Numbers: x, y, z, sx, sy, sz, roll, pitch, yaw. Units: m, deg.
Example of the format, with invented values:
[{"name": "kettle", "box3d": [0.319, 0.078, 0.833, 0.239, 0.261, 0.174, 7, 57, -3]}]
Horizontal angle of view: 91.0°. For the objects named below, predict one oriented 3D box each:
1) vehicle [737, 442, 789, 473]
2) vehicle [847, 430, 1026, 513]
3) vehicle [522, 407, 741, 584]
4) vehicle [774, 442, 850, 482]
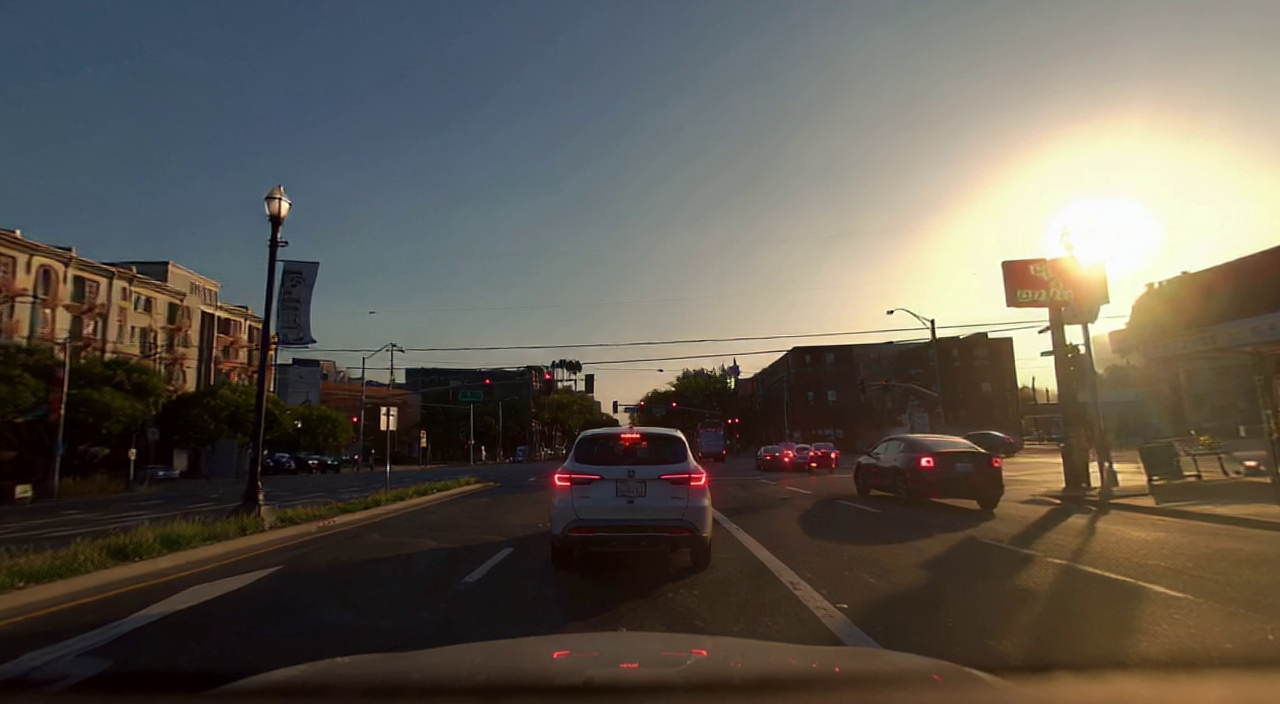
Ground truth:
[{"name": "vehicle", "box3d": [6.271, 5.451, 32.633, 1.961, 1.477, 4.454, 0, -8, 2]}, {"name": "vehicle", "box3d": [6.737, 2.763, 15.024, 2.072, 1.652, 4.611, 0, -8, 1]}, {"name": "vehicle", "box3d": [-0.064, 1.689, 8.124, 2.115, 1.700, 3.901, 0, -8, 1]}, {"name": "vehicle", "box3d": [6.837, 4.406, 25.460, 1.833, 1.452, 4.237, 0, -9, 0]}]
